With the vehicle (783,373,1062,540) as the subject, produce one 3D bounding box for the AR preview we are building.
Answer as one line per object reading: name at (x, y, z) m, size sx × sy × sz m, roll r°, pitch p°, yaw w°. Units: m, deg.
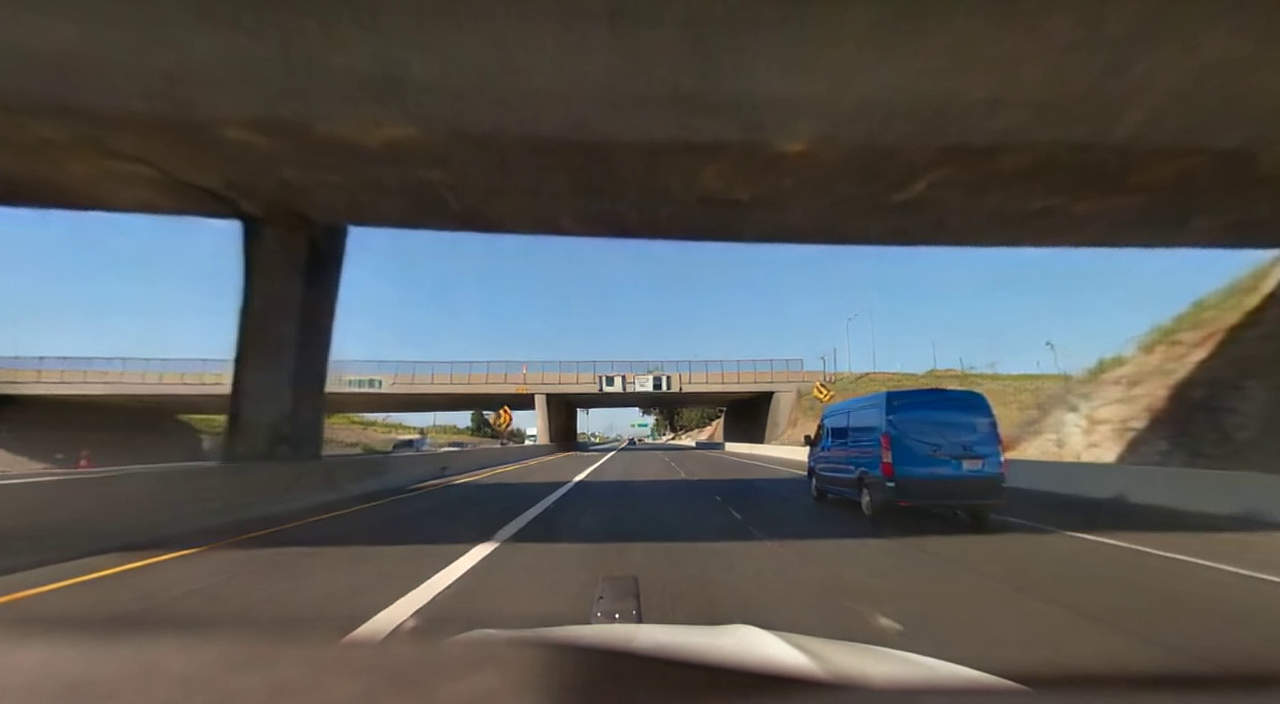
vehicle at (3.960, 1.581, 10.009) m, size 2.161 × 2.002 × 4.631 m, roll 0°, pitch -8°, yaw -1°
